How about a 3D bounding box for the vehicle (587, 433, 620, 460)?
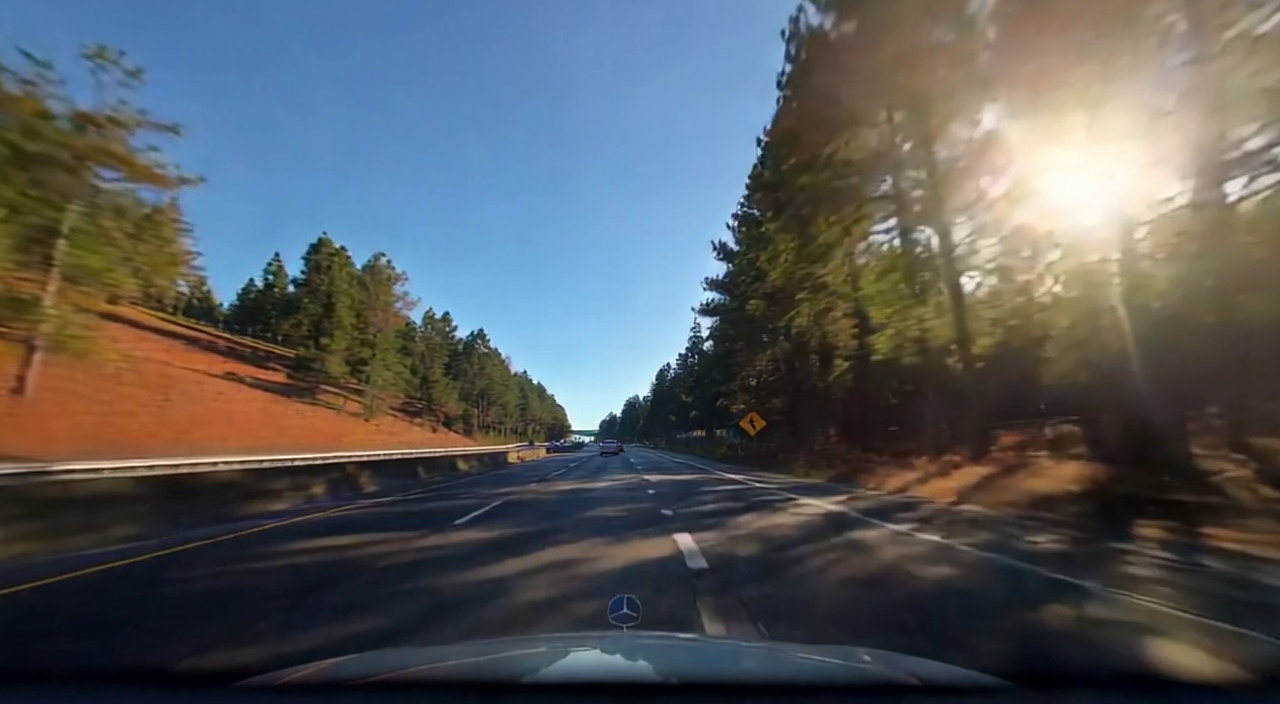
[{"bbox_3d":[-2.798,7.339,48.927,2.376,1.977,5.369,0,-8,-2],"label":"vehicle"}]
